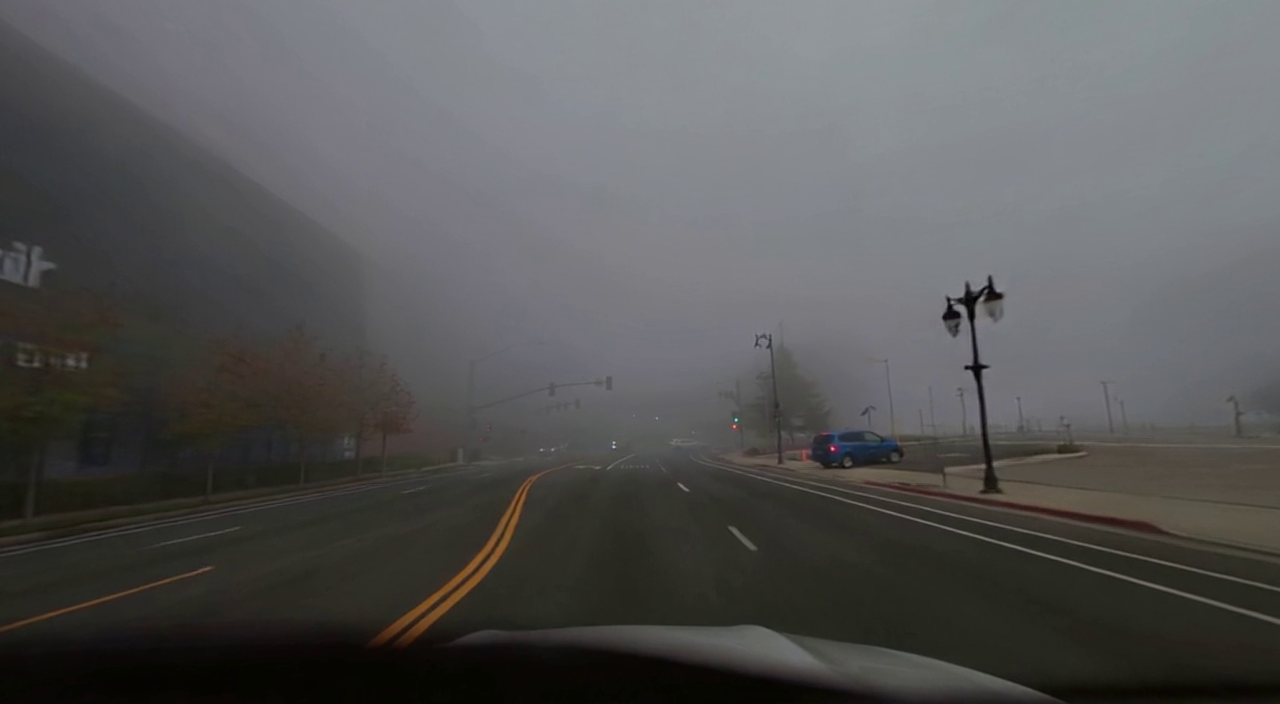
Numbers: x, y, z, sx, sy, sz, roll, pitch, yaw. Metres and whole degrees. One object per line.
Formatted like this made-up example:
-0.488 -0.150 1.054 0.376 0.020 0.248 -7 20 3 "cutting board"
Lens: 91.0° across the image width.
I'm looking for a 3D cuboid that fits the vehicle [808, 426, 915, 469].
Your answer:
10.260 4.381 29.089 4.635 1.821 2.087 5 -10 -31 "vehicle"
